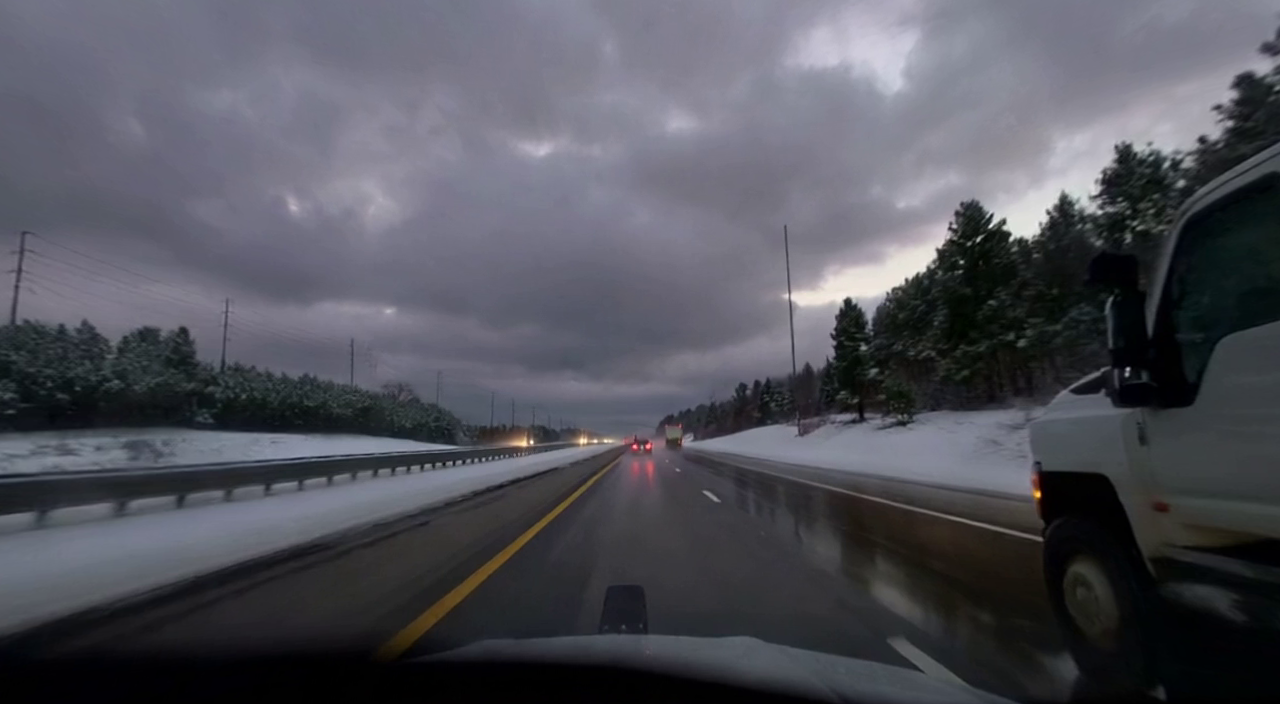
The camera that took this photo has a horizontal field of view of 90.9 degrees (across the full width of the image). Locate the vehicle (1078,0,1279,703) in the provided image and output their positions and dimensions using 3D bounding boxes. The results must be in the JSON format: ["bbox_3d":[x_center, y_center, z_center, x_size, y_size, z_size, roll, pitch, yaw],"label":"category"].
[{"bbox_3d":[4.335,-0.583,0.526,3.182,4.424,6.324,-1,-8,1],"label":"vehicle"}]

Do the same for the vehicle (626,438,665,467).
[{"bbox_3d":[0.290,5.937,37.453,2.192,1.556,4.132,0,-8,0],"label":"vehicle"}]
